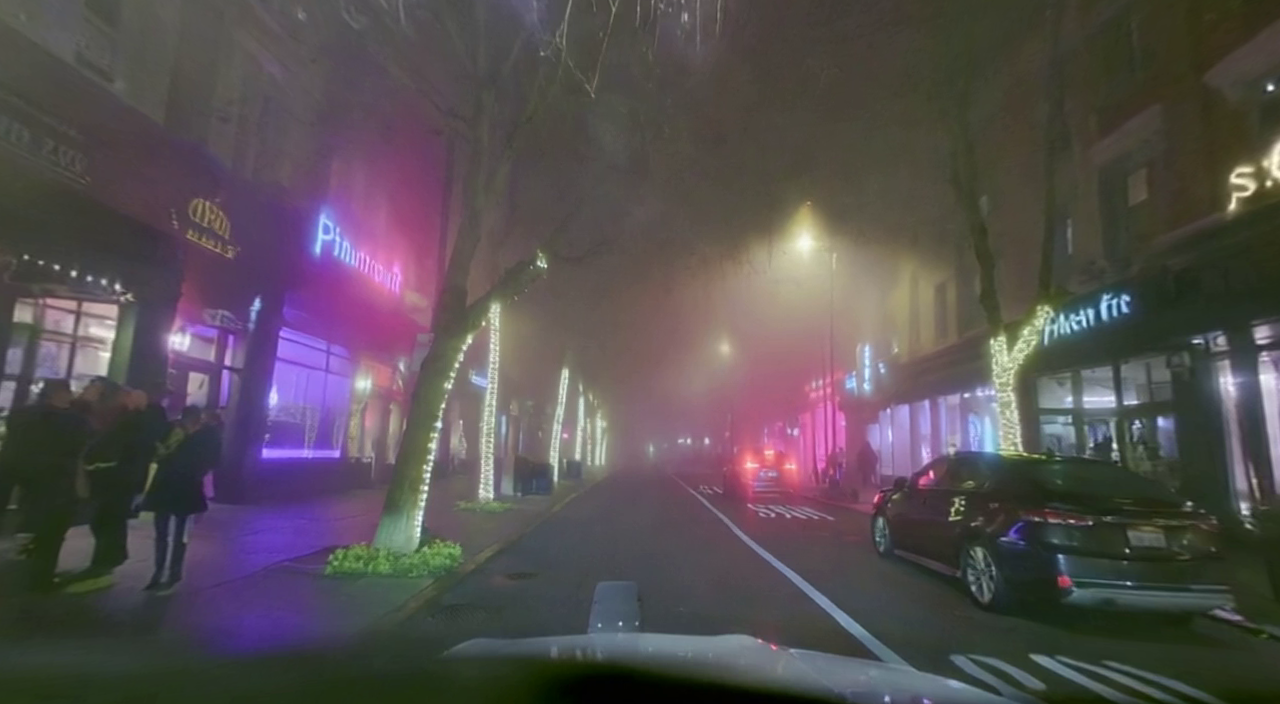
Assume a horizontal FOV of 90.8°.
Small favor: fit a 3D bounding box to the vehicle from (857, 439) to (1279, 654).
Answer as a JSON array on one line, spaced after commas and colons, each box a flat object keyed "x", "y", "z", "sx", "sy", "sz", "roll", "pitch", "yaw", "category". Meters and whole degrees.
[{"x": 4.109, "y": 1.699, "z": 6.719, "sx": 1.977, "sy": 1.478, "sz": 4.458, "roll": 0, "pitch": -9, "yaw": 0, "category": "vehicle"}]

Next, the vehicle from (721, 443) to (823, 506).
[{"x": 3.622, "y": 3.441, "z": 18.241, "sx": 1.971, "sy": 1.559, "sz": 4.326, "roll": 0, "pitch": -9, "yaw": -1, "category": "vehicle"}]
